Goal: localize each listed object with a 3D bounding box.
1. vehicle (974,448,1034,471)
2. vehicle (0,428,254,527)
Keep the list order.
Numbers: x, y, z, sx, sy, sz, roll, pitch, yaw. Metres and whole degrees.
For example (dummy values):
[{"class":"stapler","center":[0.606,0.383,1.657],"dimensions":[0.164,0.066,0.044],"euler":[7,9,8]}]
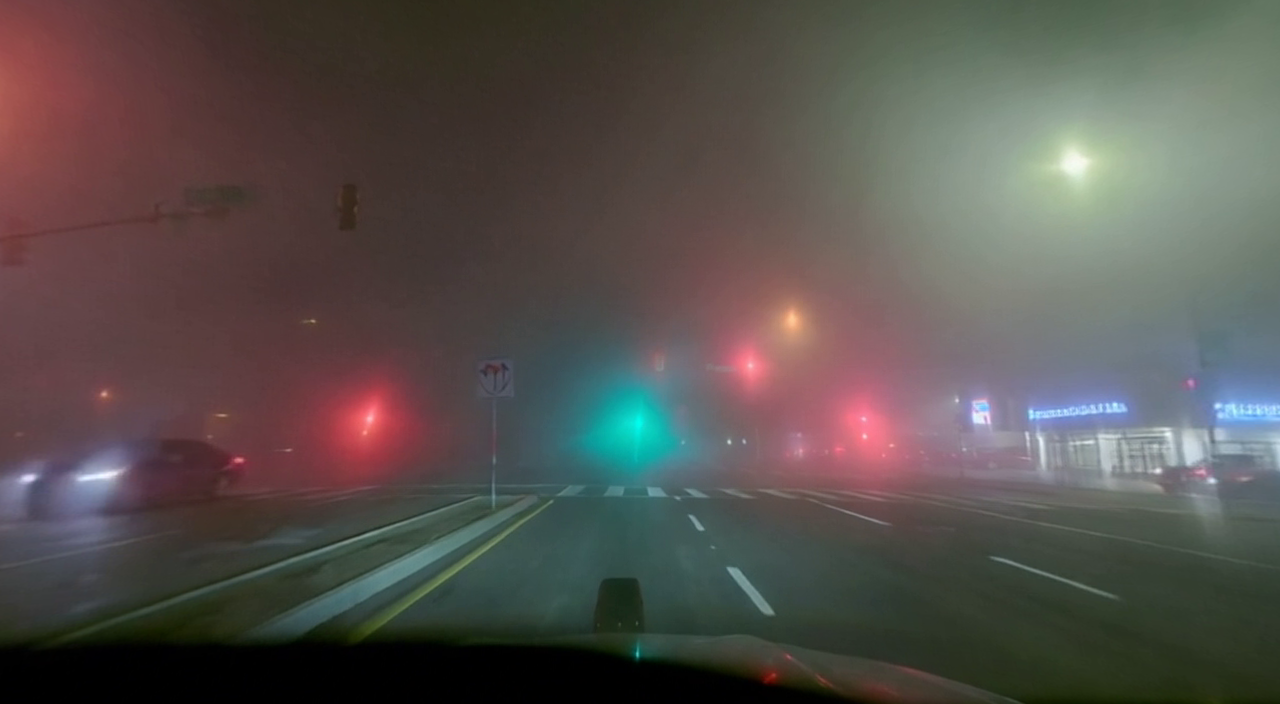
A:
[{"class":"vehicle","center":[27.714,8.159,48.280],"dimensions":[1.929,1.613,4.530],"euler":[0,-8,2]},{"class":"vehicle","center":[-11.226,2.585,13.659],"dimensions":[2.010,1.728,4.408],"euler":[-4,-9,25]}]
